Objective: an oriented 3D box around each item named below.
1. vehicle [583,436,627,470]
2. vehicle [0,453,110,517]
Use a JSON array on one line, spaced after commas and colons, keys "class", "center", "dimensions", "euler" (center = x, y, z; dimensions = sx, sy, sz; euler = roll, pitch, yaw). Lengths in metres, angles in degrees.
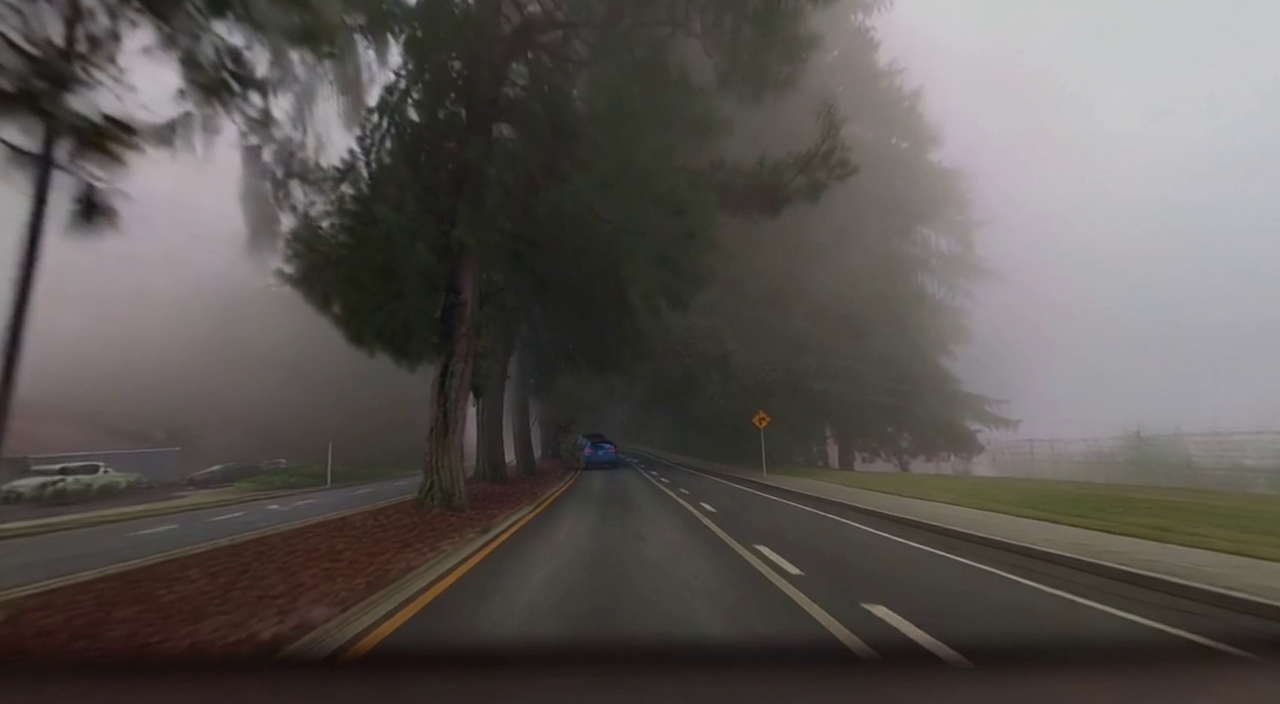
[{"class": "vehicle", "center": [-1.856, 5.455, 34.128], "dimensions": [2.216, 1.708, 4.110], "euler": [0, -8, -3]}, {"class": "vehicle", "center": [-23.120, 4.952, 24.121], "dimensions": [2.076, 2.085, 5.241], "euler": [2, -9, -13]}]
